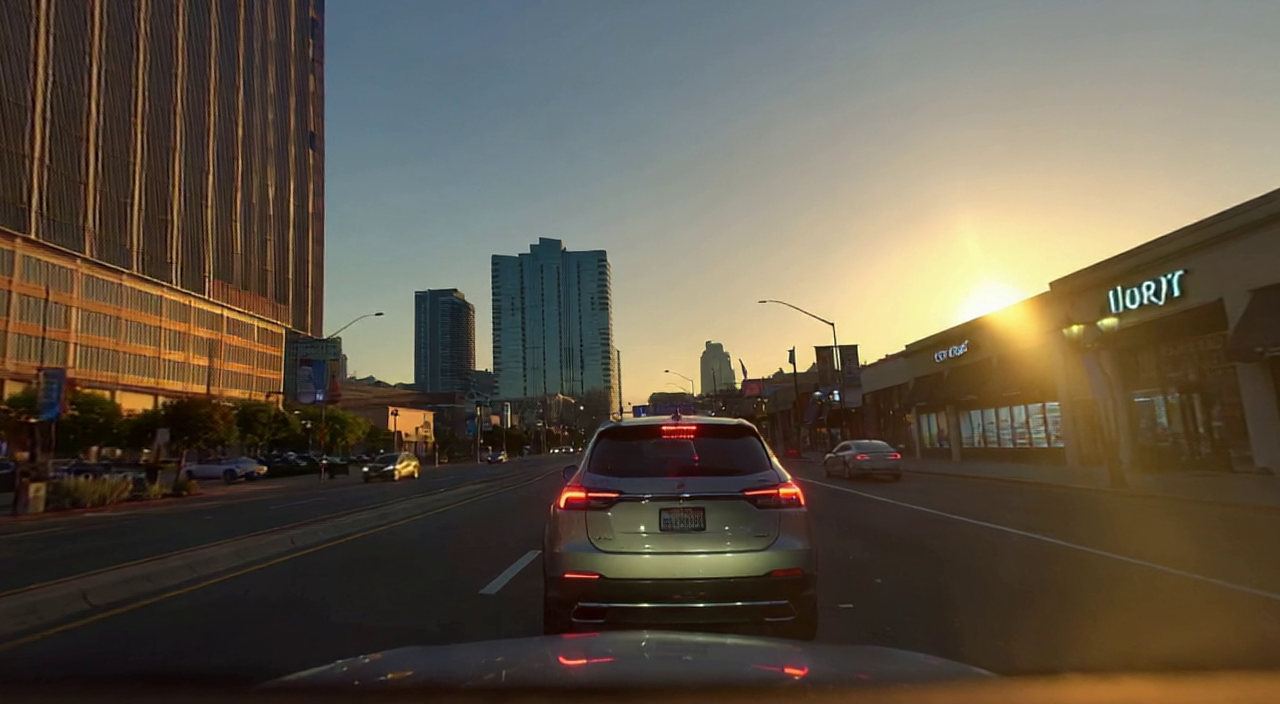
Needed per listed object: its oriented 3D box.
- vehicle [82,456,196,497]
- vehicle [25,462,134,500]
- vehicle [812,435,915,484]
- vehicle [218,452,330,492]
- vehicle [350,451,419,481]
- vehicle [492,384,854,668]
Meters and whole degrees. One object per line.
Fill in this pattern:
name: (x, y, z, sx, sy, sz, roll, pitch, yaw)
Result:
vehicle: (-25.862, 6.405, 32.806, 2.026, 1.808, 4.835, 0, -8, -2)
vehicle: (-28.666, 6.602, 32.431, 2.018, 1.716, 4.042, -1, -10, -5)
vehicle: (7.325, 3.572, 21.187, 1.914, 1.470, 4.213, 0, -8, 0)
vehicle: (-17.416, 5.700, 30.329, 1.981, 1.659, 4.608, -3, -9, 13)
vehicle: (-13.745, 6.128, 34.160, 1.991, 1.486, 3.844, 0, -8, 2)
vehicle: (0.196, 1.309, 5.738, 2.125, 1.669, 3.880, 0, -8, 0)
